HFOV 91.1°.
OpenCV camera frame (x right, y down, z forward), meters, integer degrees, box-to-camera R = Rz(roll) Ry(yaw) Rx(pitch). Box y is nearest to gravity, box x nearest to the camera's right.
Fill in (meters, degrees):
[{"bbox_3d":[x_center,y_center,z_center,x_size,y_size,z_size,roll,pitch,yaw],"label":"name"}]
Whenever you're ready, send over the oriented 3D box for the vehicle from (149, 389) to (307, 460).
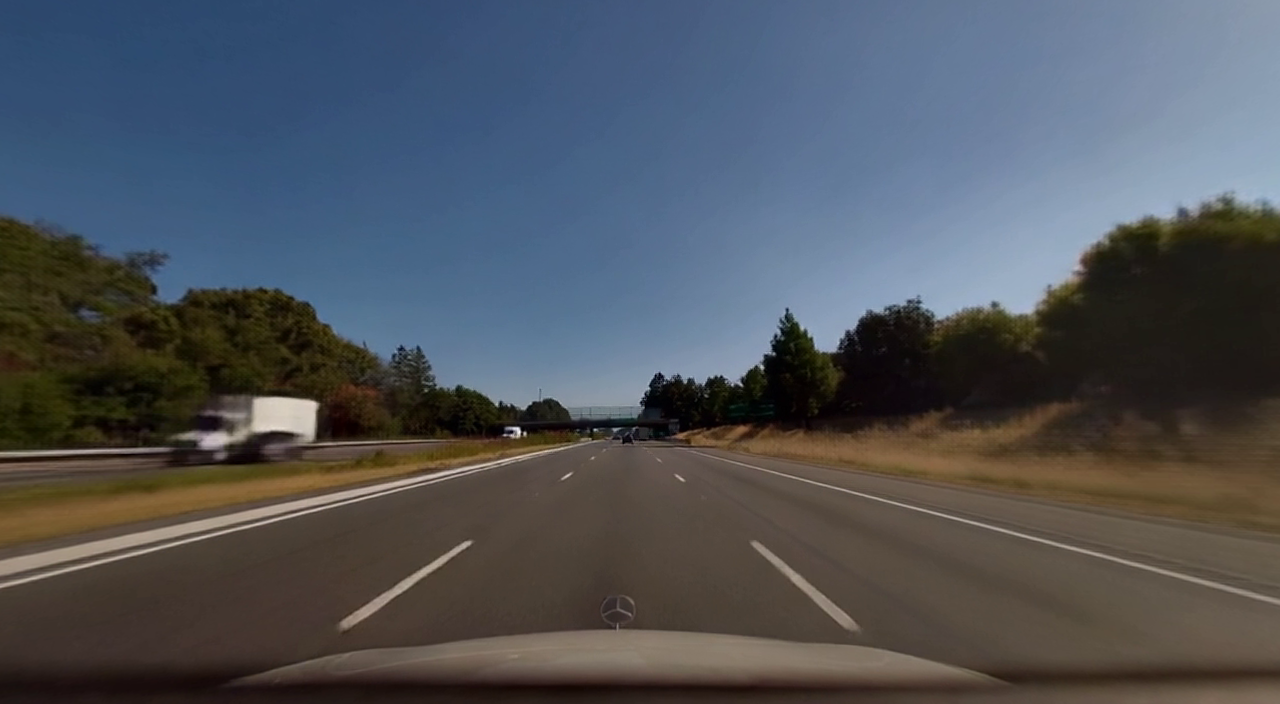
[{"bbox_3d":[-16.571,3.044,25.902,2.306,2.546,6.242,0,-8,-1],"label":"vehicle"}]
